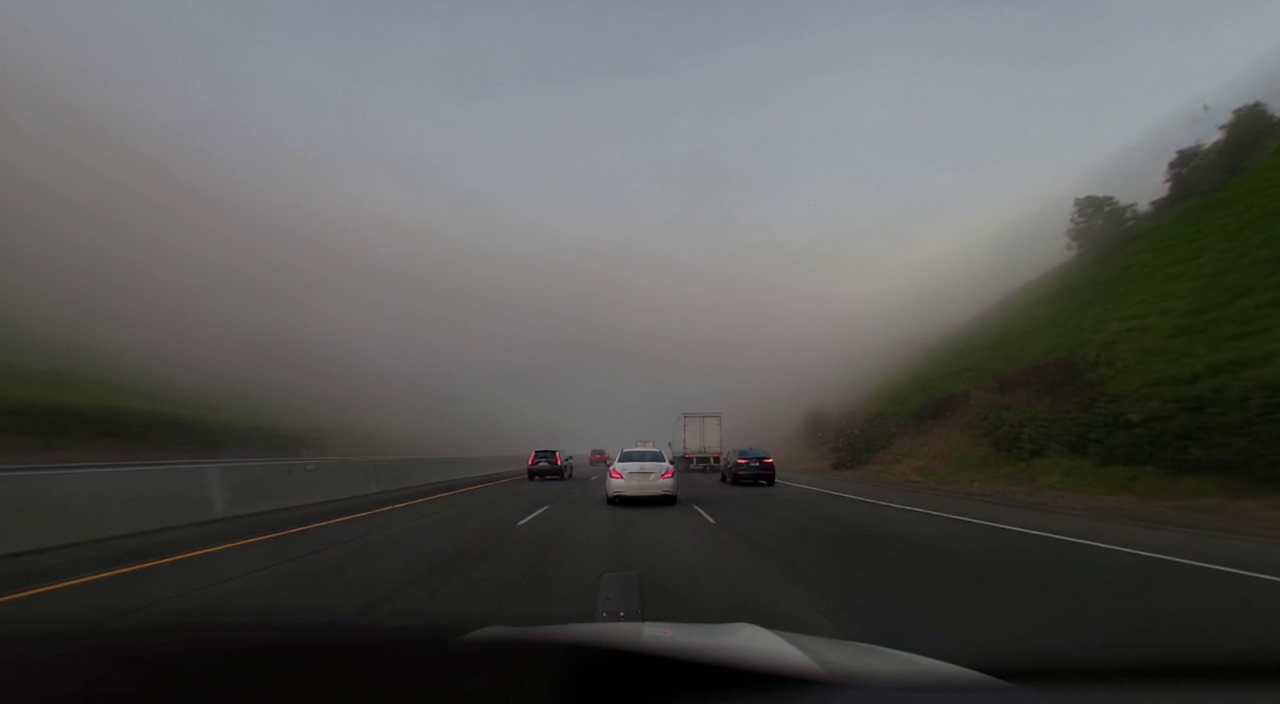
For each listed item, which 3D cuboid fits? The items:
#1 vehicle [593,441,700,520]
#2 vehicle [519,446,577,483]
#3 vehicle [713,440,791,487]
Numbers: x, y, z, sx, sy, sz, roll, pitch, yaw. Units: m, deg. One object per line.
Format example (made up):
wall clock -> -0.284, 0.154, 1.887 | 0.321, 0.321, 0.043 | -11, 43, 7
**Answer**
vehicle -> 0.128, 2.739, 13.896 | 2.041, 1.484, 3.535 | 0, -9, 0
vehicle -> -3.910, 4.855, 27.391 | 1.848, 1.486, 3.832 | -1, -9, 2
vehicle -> 4.075, 4.145, 23.656 | 2.029, 1.579, 4.484 | 0, -9, -1
